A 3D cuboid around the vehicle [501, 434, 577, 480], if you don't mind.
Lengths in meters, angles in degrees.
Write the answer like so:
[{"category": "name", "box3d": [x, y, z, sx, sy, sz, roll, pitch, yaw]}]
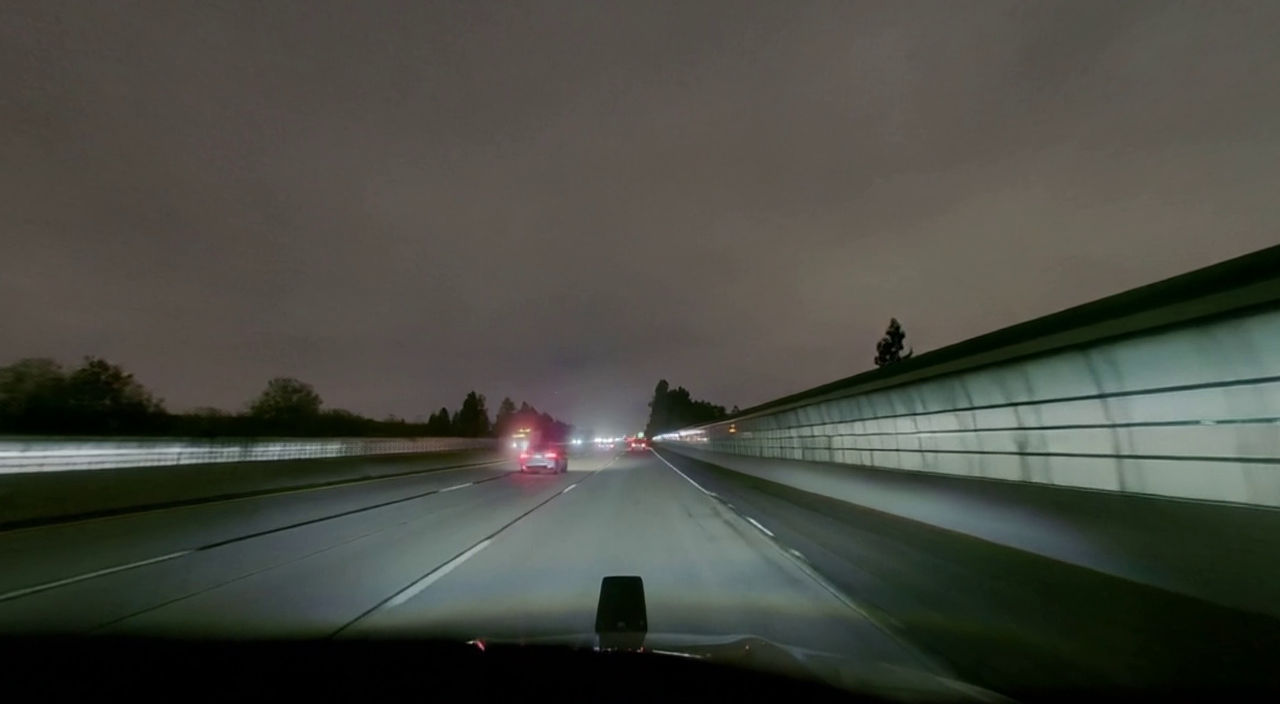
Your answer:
[{"category": "vehicle", "box3d": [-3.614, 3.854, 23.260, 2.059, 1.541, 4.296, 0, -8, 0]}]
